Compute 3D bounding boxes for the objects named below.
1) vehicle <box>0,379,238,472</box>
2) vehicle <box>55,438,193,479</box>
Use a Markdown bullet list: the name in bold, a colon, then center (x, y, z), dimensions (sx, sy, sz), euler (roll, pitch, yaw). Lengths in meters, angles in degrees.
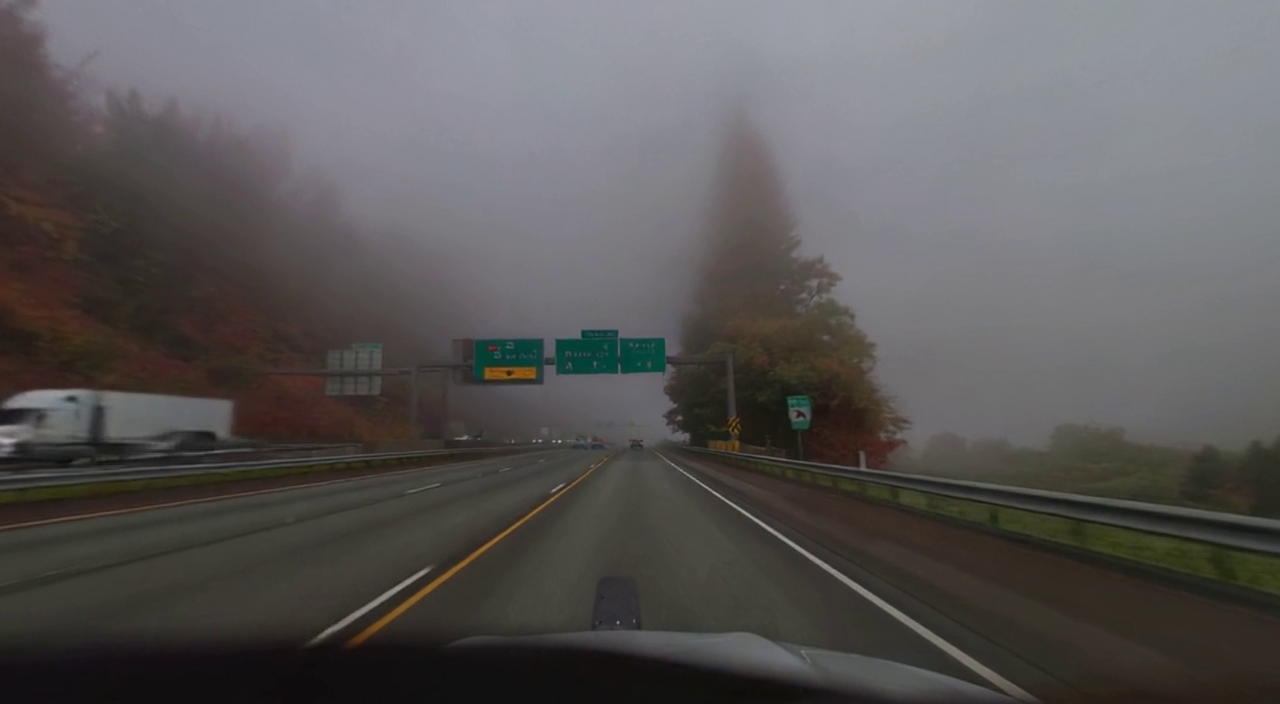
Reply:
- **vehicle**: center (-28.474, 4.201, 34.909), dimensions (2.947, 4.109, 14.168), euler (0, -8, 0)
- **vehicle**: center (-20.751, 4.263, 25.563), dimensions (1.861, 1.481, 4.380), euler (0, -8, 0)
